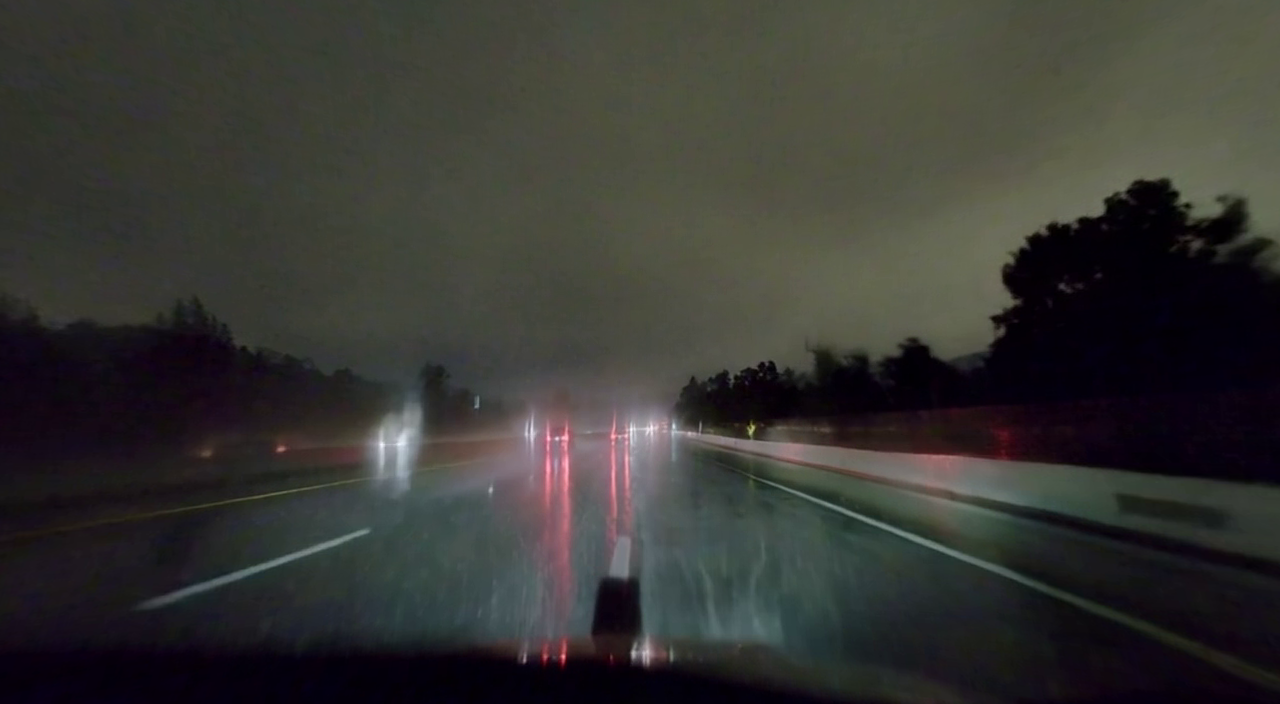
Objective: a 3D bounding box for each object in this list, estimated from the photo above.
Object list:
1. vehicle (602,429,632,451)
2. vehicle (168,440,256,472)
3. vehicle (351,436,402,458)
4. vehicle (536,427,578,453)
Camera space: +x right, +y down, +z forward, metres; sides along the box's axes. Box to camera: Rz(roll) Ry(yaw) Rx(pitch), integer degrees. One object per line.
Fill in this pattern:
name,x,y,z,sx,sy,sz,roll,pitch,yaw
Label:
vehicle,-1.697,6.663,47.693,2.064,1.571,4.225,0,-8,1
vehicle,-21.861,5.294,32.295,1.773,1.477,3.848,0,-8,1
vehicle,-18.547,6.691,44.432,1.806,1.463,4.039,0,-8,0
vehicle,-5.457,5.881,42.027,2.113,1.632,4.409,0,-8,1
